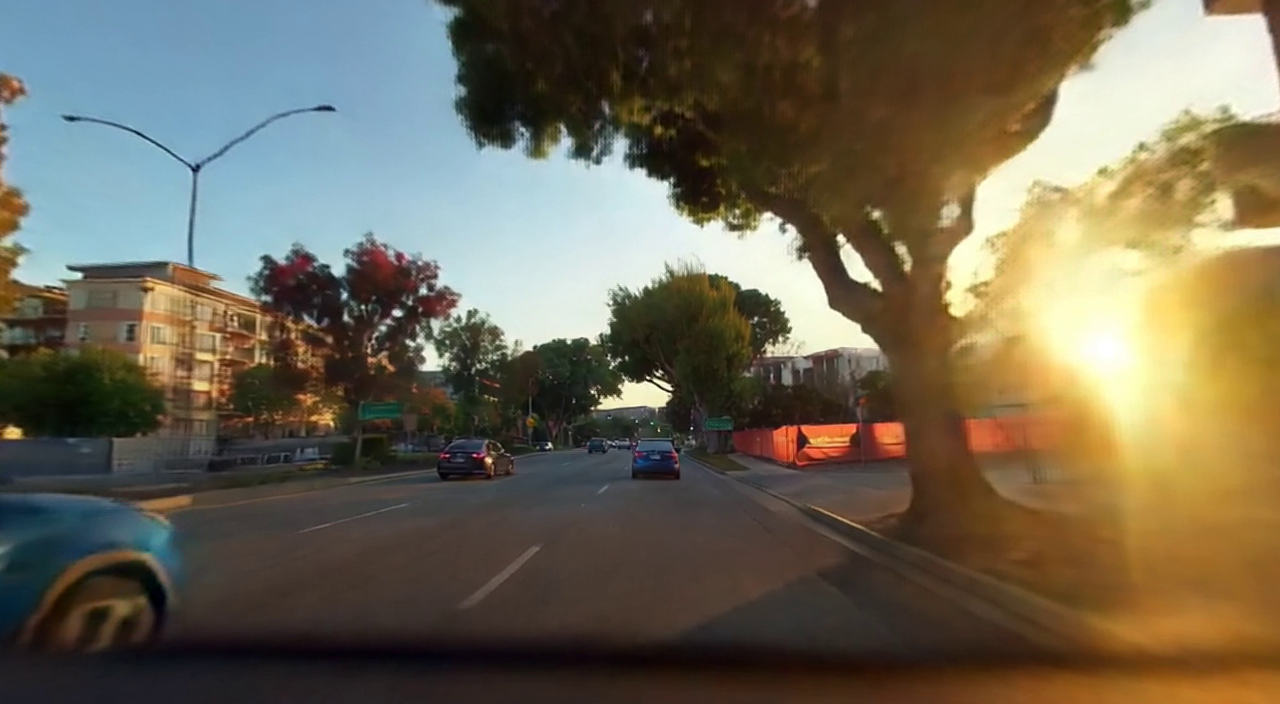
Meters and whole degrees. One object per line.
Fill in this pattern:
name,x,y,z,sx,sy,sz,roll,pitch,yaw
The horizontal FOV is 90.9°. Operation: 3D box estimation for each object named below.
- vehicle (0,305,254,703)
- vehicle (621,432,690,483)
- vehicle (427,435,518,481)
vehicle,-3.564,0.590,1.392,2.157,1.824,4.986,0,-8,1
vehicle,0.538,3.752,22.673,2.227,1.654,4.091,0,-8,1
vehicle,-5.882,3.782,22.686,1.877,1.479,4.430,-1,-9,3
